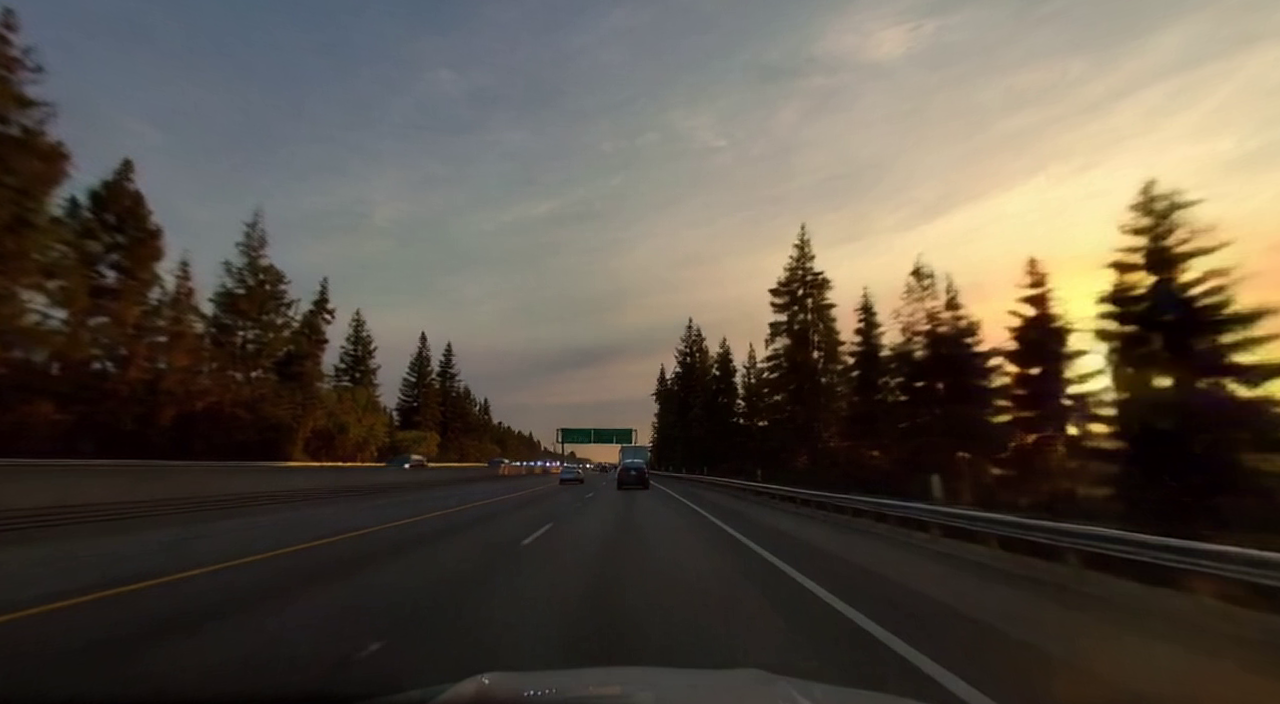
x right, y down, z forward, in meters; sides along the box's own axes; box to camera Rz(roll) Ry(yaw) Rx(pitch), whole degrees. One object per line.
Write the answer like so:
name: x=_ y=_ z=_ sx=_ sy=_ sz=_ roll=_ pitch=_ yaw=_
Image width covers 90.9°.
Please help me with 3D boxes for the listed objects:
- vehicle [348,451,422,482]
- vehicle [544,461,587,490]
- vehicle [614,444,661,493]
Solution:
vehicle: x=-13.793 y=6.256 z=34.427 sx=2.174 sy=1.523 sz=4.558 roll=1 pitch=-11 yaw=-1
vehicle: x=-4.430 y=7.411 z=37.883 sx=2.100 sy=1.605 sz=3.883 roll=1 pitch=-11 yaw=0
vehicle: x=-0.180 y=6.747 z=36.435 sx=2.482 sy=2.549 sz=5.447 roll=1 pitch=-11 yaw=-1
